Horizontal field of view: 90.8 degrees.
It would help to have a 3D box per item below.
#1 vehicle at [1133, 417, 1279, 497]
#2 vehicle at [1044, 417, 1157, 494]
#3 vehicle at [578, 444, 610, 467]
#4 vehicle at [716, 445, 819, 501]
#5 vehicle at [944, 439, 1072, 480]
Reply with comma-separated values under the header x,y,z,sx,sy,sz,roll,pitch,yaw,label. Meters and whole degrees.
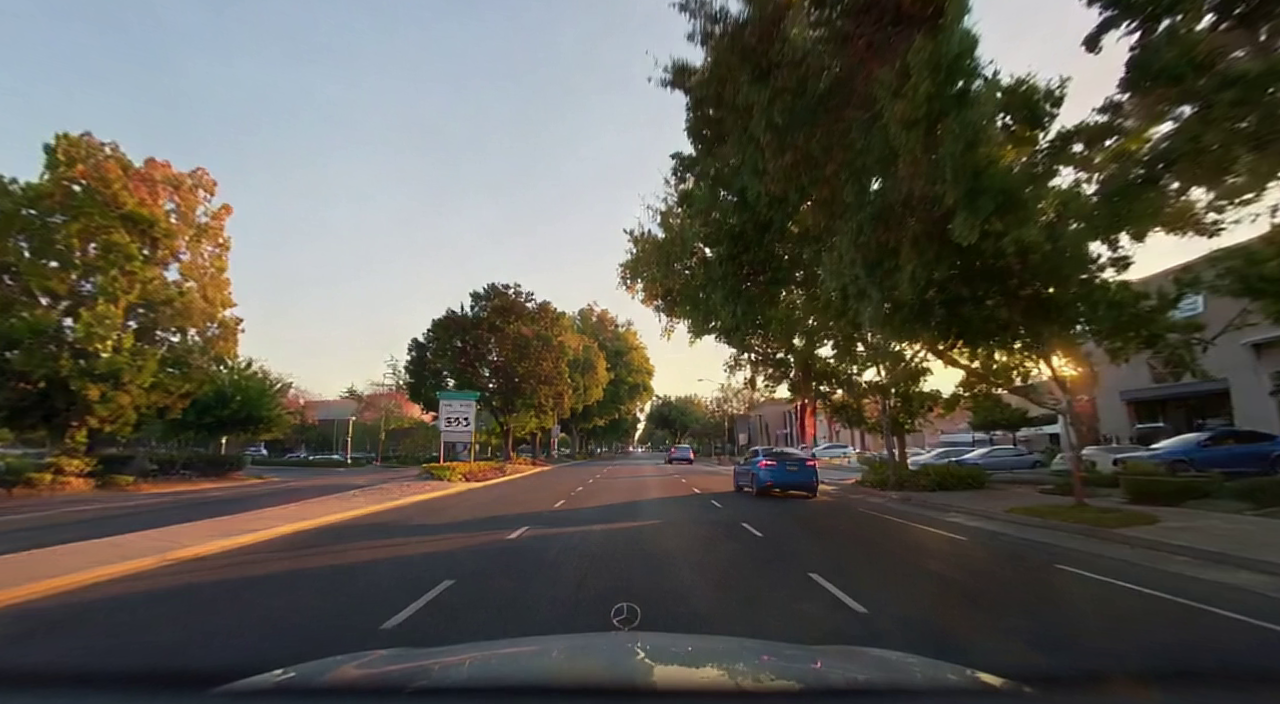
x,y,z,sx,sy,sz,roll,pitch,yaw,label
17.619,3.268,20.002,2.352,2.140,5.254,-5,-10,30,vehicle
14.959,3.371,20.898,2.359,2.154,5.815,-5,-10,31,vehicle
-3.550,8.109,49.605,2.184,1.698,4.324,0,-8,0,vehicle
3.711,3.585,19.281,2.033,1.482,4.571,0,-8,-2,vehicle
15.398,4.502,26.618,4.112,1.642,2.055,0,-8,-2,vehicle
